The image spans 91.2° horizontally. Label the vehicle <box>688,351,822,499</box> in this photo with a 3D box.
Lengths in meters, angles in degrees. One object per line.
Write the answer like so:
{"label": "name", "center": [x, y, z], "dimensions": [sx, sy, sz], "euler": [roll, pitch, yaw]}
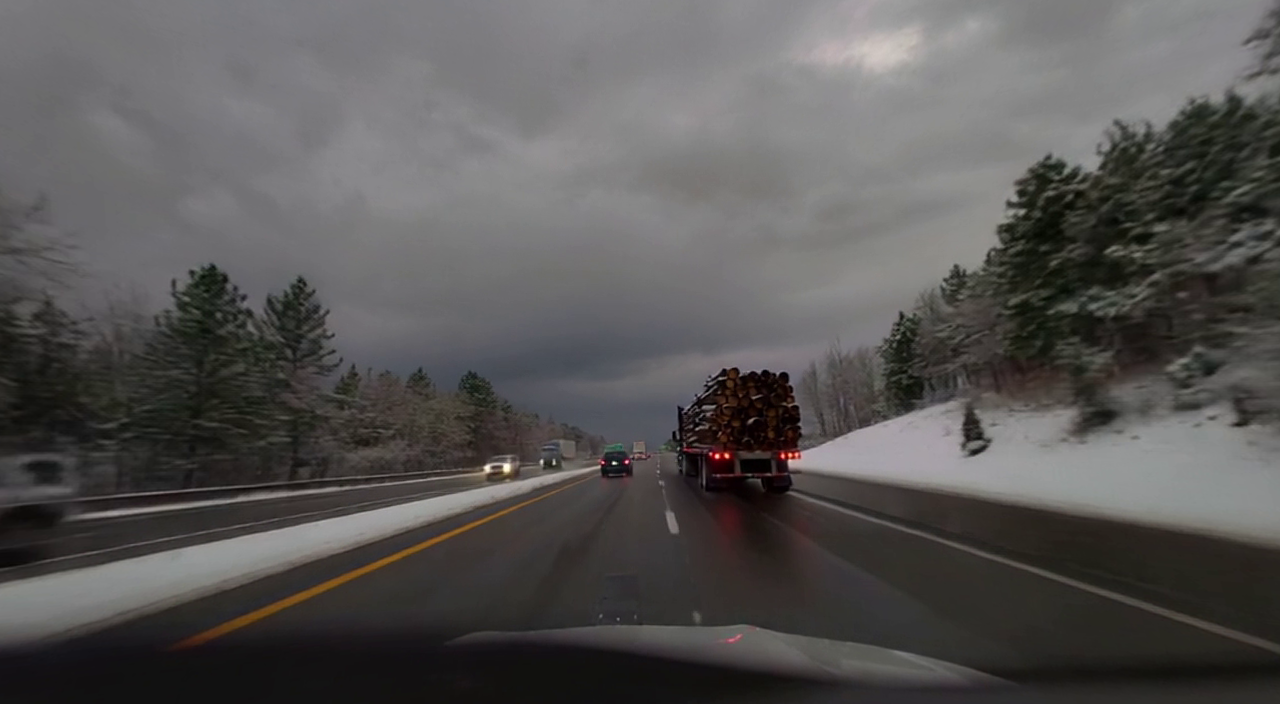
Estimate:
{"label": "vehicle", "center": [3.354, 2.559, 20.860], "dimensions": [3.004, 3.923, 8.363], "euler": [-1, -9, 1]}

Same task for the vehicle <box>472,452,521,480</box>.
{"label": "vehicle", "center": [-9.083, 7.202, 40.014], "dimensions": [1.946, 1.628, 4.553], "euler": [-1, -9, 2]}

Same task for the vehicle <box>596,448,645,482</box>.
{"label": "vehicle", "center": [-0.849, 5.352, 29.997], "dimensions": [2.099, 1.506, 4.097], "euler": [-1, -9, 2]}
